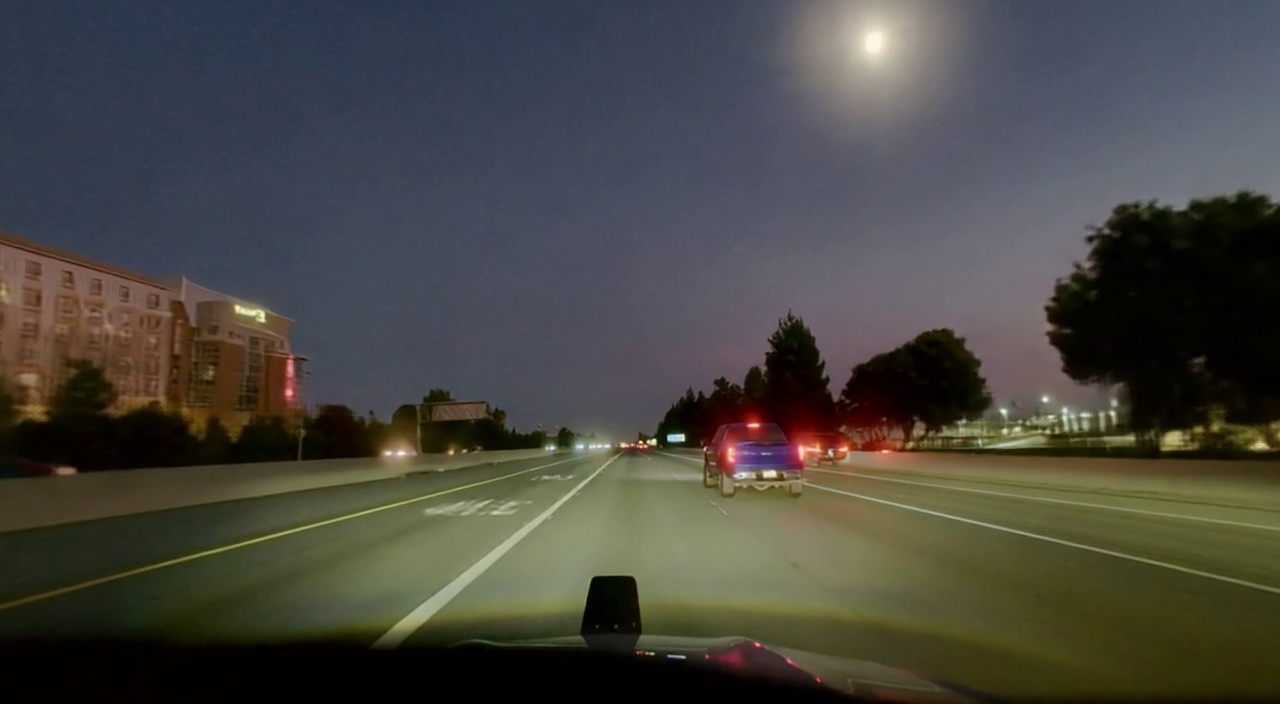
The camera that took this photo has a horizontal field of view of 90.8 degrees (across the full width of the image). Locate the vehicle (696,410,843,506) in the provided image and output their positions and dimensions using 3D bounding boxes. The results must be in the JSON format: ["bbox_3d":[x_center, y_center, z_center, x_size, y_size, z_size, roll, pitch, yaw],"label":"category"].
[{"bbox_3d":[2.930,2.581,15.701,2.462,1.984,4.718,0,-8,-2],"label":"vehicle"}]
